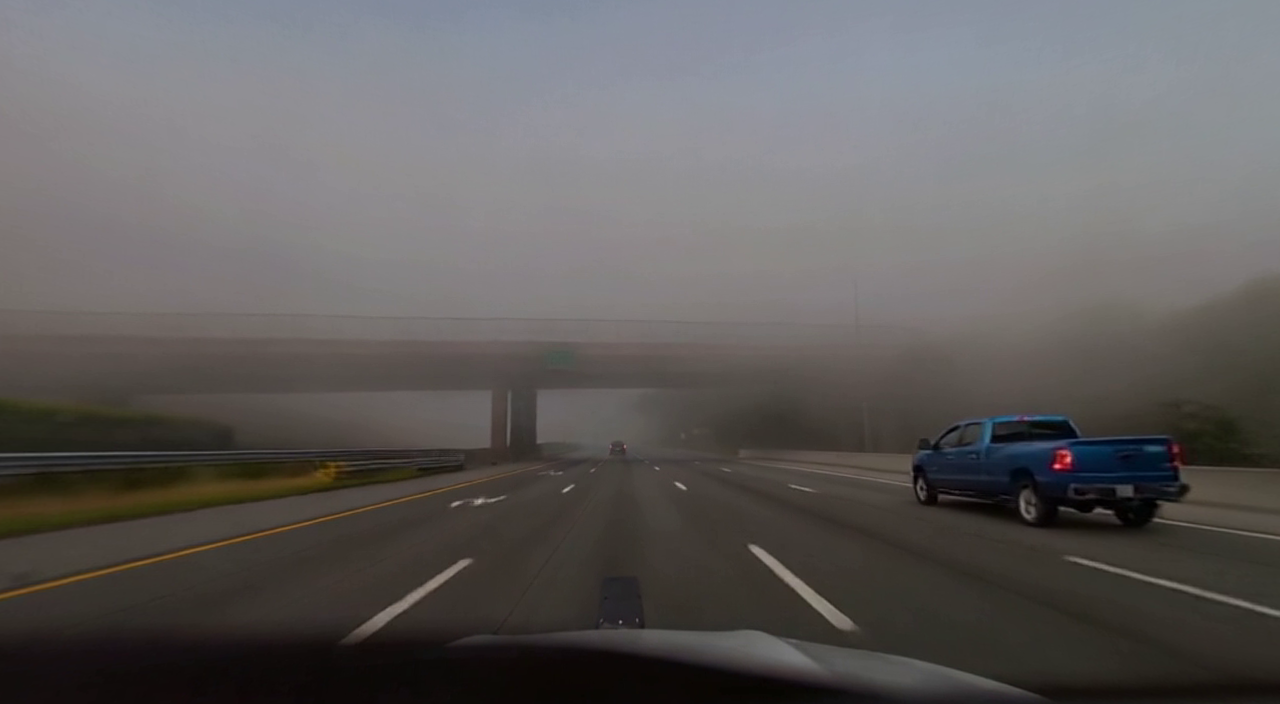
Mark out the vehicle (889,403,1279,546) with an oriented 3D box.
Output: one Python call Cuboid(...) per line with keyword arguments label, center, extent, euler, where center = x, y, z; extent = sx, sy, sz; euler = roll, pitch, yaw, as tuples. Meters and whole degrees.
Cuboid(label="vehicle", center=(6.944, 2.020, 11.193), extent=(2.395, 1.819, 6.086), euler=(0, -9, -2))
